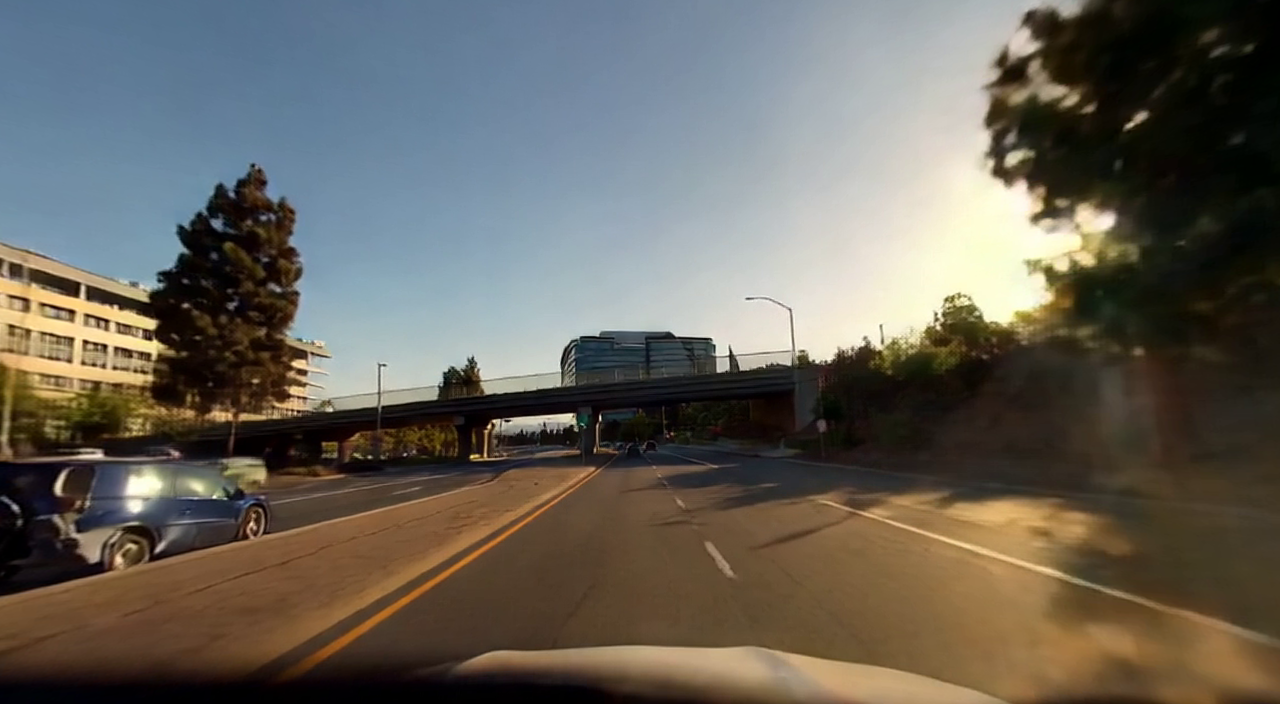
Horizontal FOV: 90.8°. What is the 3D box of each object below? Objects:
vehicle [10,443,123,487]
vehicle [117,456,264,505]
[{"bbox_3d":[-28.745,5.633,31.953,2.199,1.959,5.771,4,-9,-22],"label":"vehicle"},{"bbox_3d":[-15.540,4.422,22.213,1.912,1.465,4.479,0,-9,0],"label":"vehicle"}]
